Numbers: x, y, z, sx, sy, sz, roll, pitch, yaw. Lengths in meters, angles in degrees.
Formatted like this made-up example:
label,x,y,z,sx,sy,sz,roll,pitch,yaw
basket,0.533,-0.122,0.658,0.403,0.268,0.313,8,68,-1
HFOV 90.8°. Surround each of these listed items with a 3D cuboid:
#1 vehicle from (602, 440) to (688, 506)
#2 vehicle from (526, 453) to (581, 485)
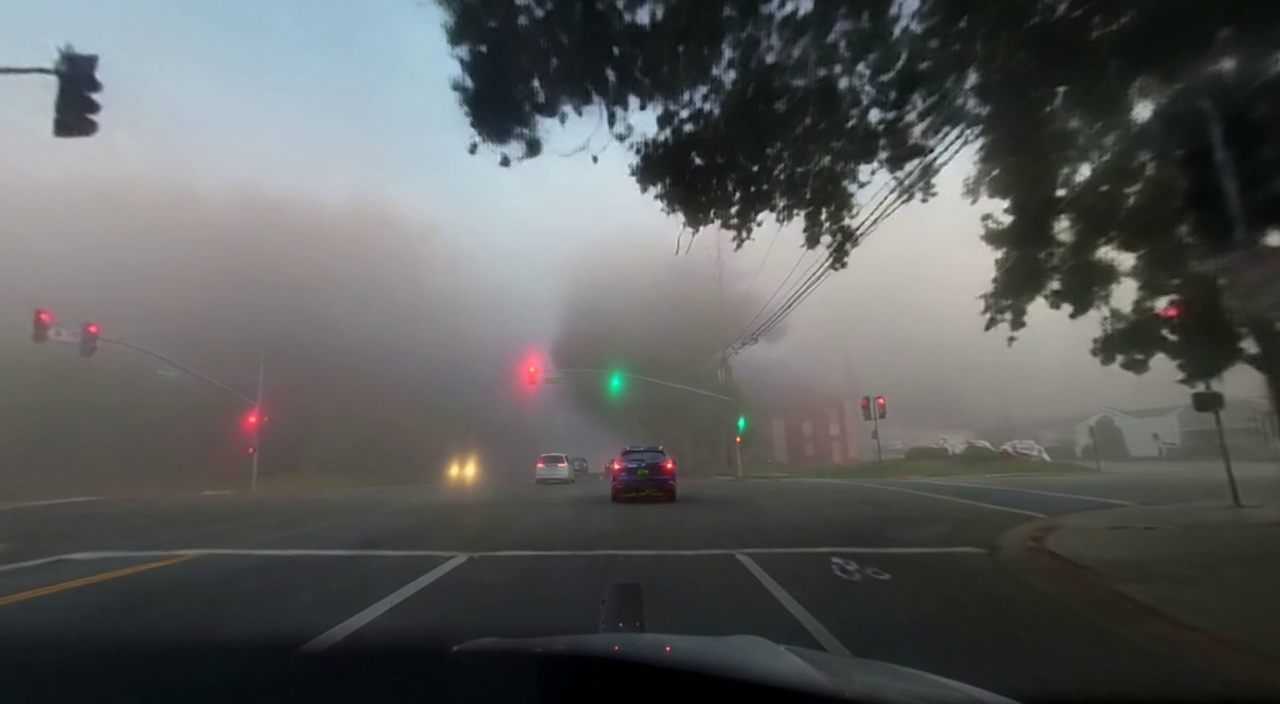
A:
label,x,y,z,sx,sy,sz,roll,pitch,yaw
vehicle,0.093,3.356,17.971,2.156,1.636,3.923,0,-9,-1
vehicle,-4.285,5.872,32.024,2.153,1.474,4.284,0,-9,0
